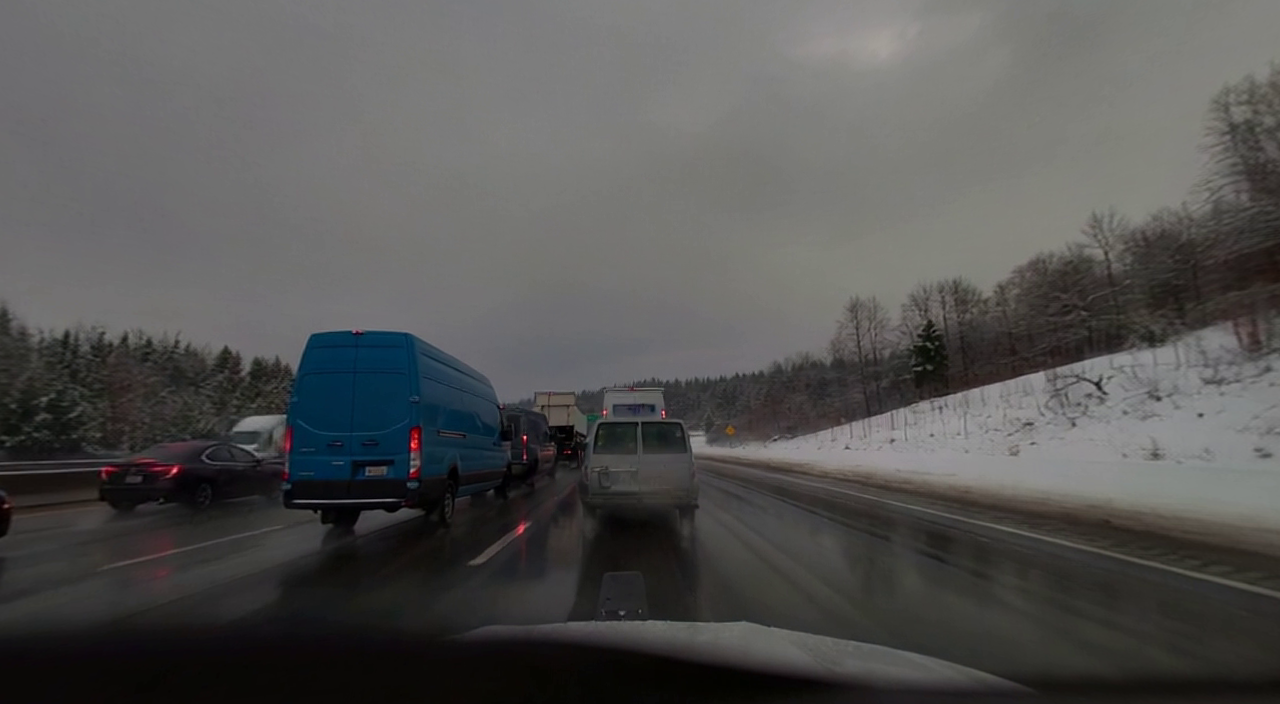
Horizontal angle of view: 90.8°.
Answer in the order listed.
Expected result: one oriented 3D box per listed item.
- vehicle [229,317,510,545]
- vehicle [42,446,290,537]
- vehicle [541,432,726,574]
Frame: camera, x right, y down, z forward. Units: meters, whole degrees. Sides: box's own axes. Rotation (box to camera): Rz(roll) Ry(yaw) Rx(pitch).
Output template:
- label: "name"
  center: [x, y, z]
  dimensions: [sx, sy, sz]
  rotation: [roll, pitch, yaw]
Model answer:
- label: "vehicle"
  center: [-4.083, 1.472, 11.356]
  dimensions: [2.254, 2.879, 6.656]
  rotation: [0, -9, -2]
- label: "vehicle"
  center: [-8.905, 2.600, 12.393]
  dimensions: [1.797, 1.466, 3.924]
  rotation: [0, -9, 0]
- label: "vehicle"
  center: [-0.097, 1.905, 8.604]
  dimensions: [1.995, 1.495, 3.380]
  rotation: [0, -9, -1]
